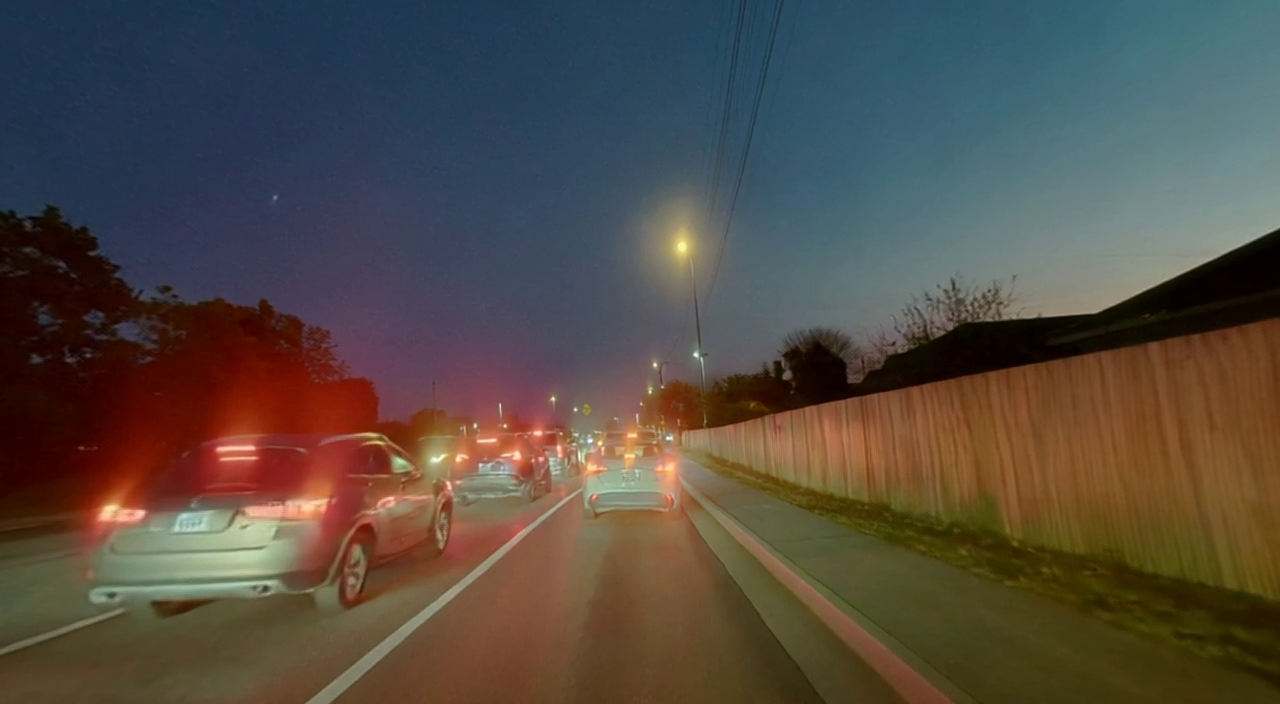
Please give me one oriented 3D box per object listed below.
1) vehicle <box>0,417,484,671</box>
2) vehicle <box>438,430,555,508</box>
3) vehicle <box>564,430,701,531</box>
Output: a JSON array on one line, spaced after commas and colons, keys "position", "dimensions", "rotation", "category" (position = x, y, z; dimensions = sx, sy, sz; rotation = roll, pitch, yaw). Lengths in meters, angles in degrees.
[{"position": [-3.155, 1.511, 6.196], "dimensions": [1.980, 1.520, 4.636], "rotation": [0, -8, 1], "category": "vehicle"}, {"position": [-3.226, 2.698, 14.902], "dimensions": [1.850, 1.582, 3.688], "rotation": [0, -8, 1], "category": "vehicle"}, {"position": [-0.131, 2.167, 11.167], "dimensions": [1.995, 1.460, 3.865], "rotation": [0, -8, -1], "category": "vehicle"}]
